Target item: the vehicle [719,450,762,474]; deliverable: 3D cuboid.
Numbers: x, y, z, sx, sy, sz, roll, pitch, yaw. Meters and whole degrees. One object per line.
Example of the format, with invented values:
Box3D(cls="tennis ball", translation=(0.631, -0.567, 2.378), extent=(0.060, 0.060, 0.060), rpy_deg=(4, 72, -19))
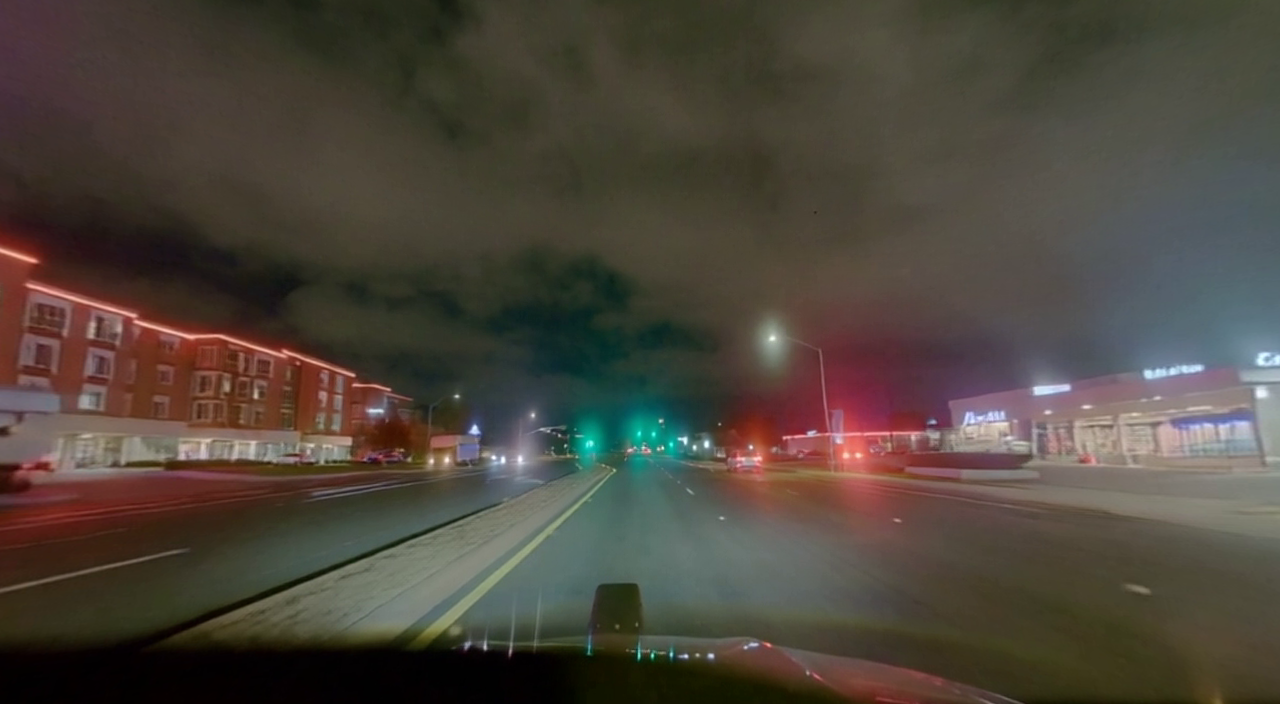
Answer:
Box3D(cls="vehicle", translation=(6.365, 7.014, 40.503), extent=(1.916, 1.437, 4.327), rpy_deg=(0, -9, -2))
